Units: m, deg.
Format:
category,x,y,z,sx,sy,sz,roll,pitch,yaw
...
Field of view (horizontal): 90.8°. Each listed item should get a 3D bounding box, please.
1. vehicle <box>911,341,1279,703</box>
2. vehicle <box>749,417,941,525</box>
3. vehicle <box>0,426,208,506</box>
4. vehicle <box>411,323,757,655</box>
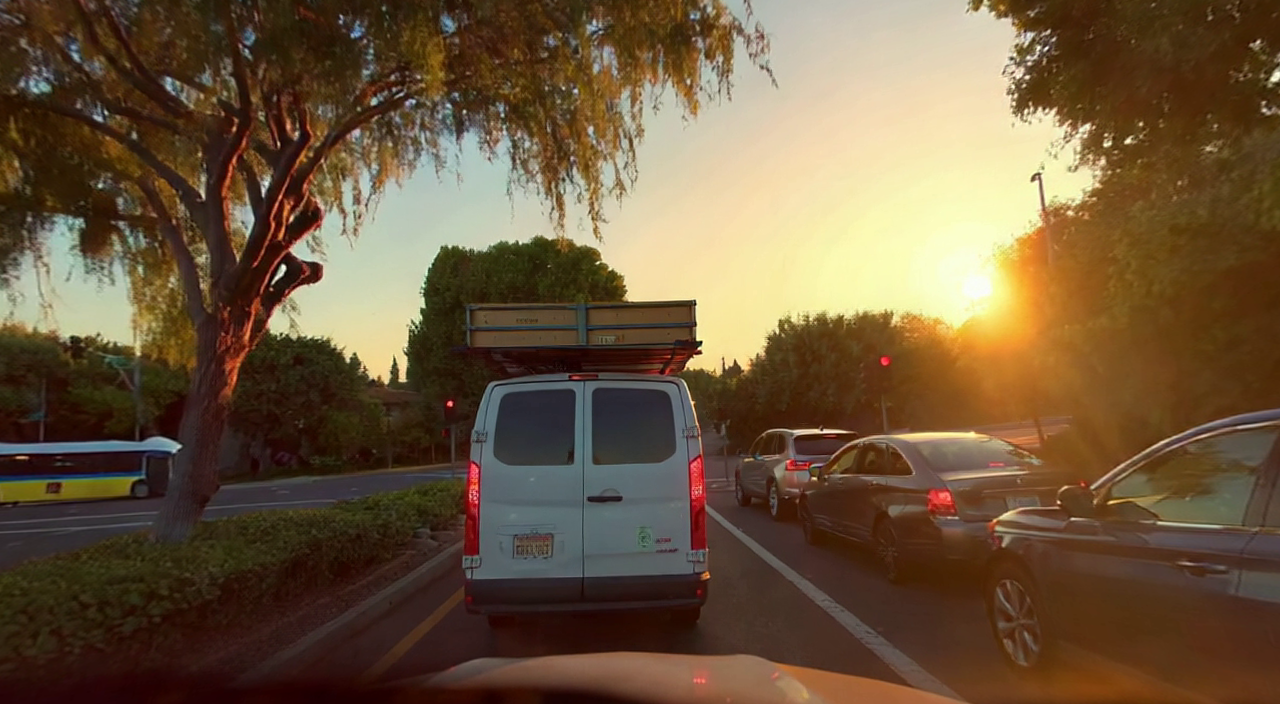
category,x,y,z,sx,sy,sz,roll,pitch,yaw
vehicle,3.451,0.941,3.401,1.965,1.671,4.146,0,-9,-3
vehicle,3.655,2.213,12.267,2.024,1.692,4.252,1,-9,-4
vehicle,-26.648,5.227,28.416,11.969,3.012,2.786,-3,-8,-5
vehicle,-0.361,1.162,6.200,2.145,2.089,4.309,0,-9,0
